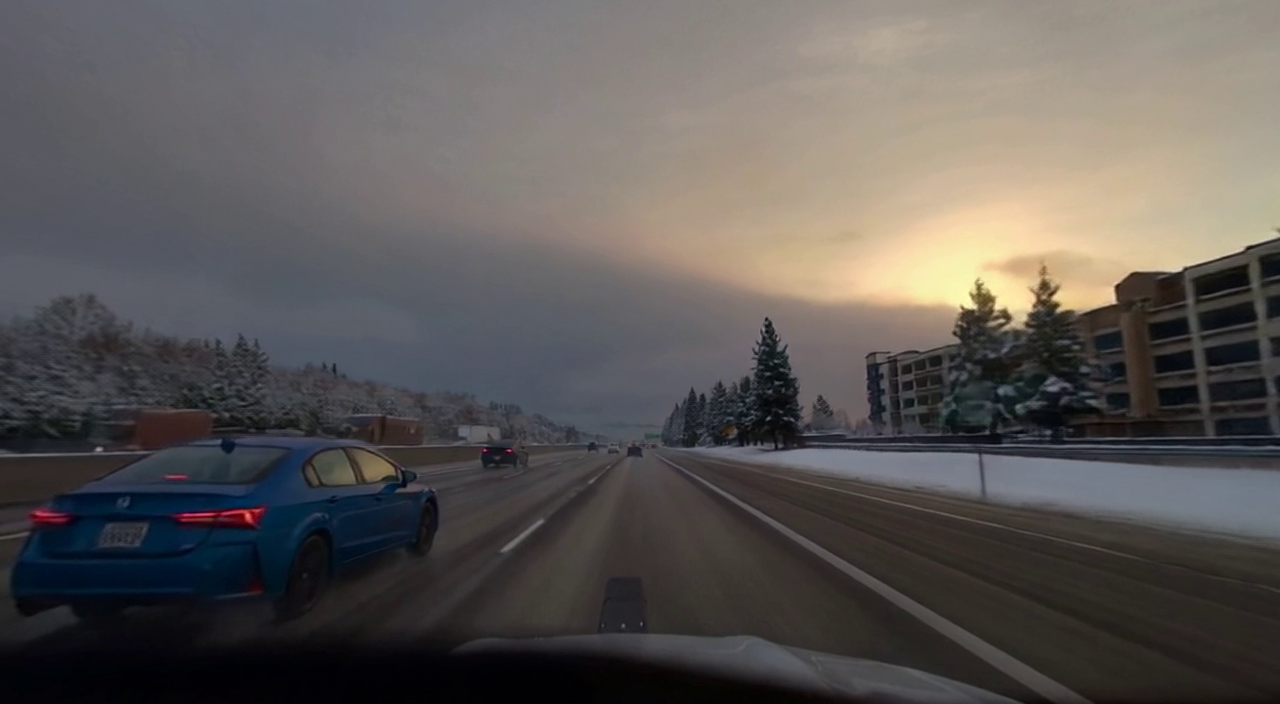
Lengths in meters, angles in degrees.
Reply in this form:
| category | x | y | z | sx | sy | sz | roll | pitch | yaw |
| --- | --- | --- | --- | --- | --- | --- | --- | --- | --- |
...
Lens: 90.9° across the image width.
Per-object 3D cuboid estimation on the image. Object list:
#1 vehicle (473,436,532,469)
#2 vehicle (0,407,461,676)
| category | x | y | z | sx | sy | sz | roll | pitch | yaw |
| --- | --- | --- | --- | --- | --- | --- | --- | --- | --- |
| vehicle | -7.387 | 5.439 | 34.376 | 2.118 | 1.675 | 4.395 | 0 | -8 | 1 |
| vehicle | -3.605 | 1.482 | 6.258 | 2.144 | 1.565 | 4.951 | 0 | -8 | 1 |
